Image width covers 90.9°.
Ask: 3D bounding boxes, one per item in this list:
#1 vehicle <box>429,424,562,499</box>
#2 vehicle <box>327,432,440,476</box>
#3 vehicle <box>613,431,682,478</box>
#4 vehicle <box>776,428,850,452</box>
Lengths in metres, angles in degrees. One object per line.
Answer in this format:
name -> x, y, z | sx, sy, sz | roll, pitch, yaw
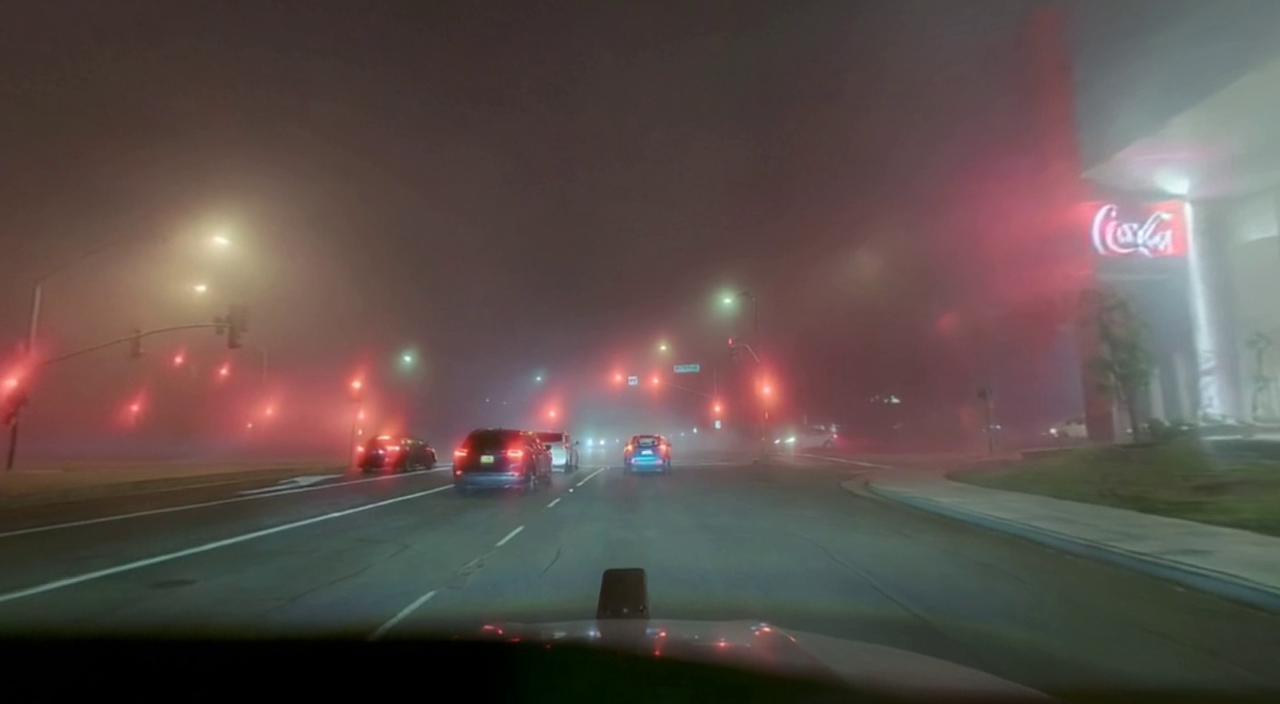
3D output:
vehicle -> -3.255, 2.584, 15.213 | 2.029, 1.517, 4.375 | 0, -8, 2
vehicle -> -9.469, 3.818, 23.745 | 2.096, 1.474, 4.585 | -1, -8, 3
vehicle -> 0.334, 3.621, 22.681 | 2.258, 1.507, 3.896 | -1, -7, 3
vehicle -> 13.133, 6.722, 48.057 | 5.032, 1.762, 1.982 | 0, -8, 0
